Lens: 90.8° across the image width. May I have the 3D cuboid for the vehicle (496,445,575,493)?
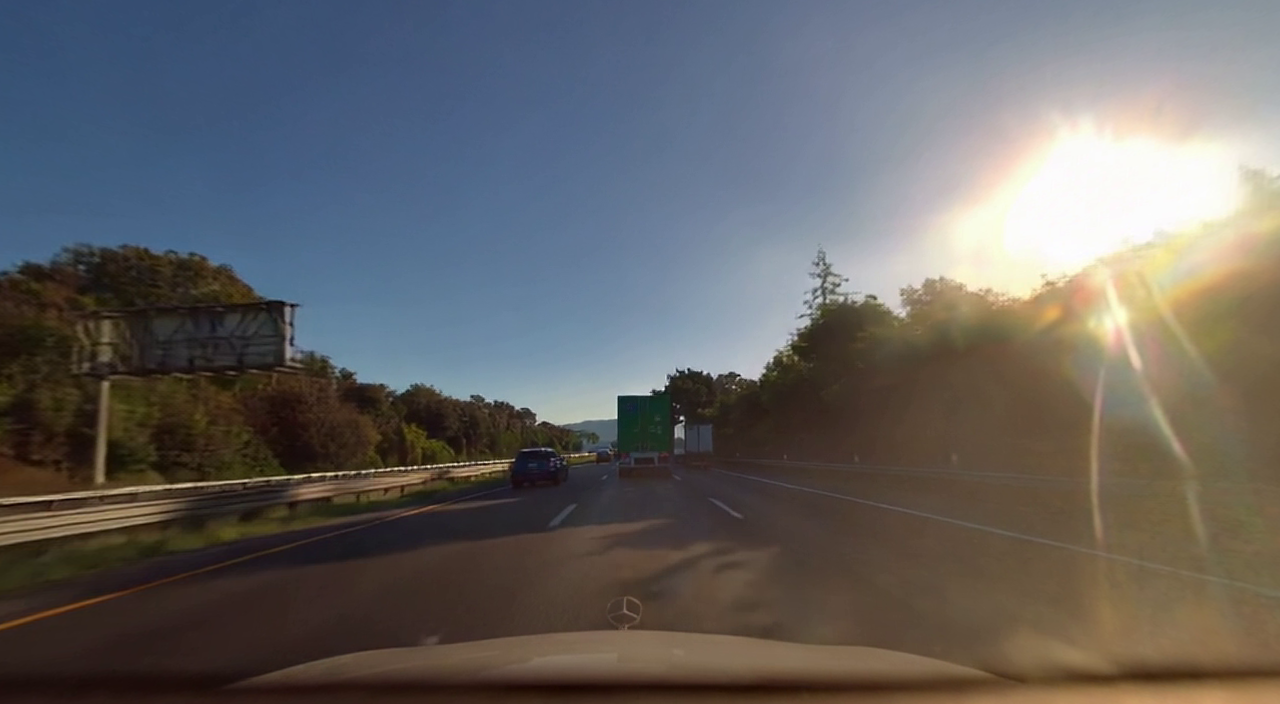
[{"bbox_3d":[-3.551,4.042,22.157,2.050,1.517,3.996,0,-9,0],"label":"vehicle"}]

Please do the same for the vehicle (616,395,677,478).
[{"bbox_3d":[0.283,4.985,36.339,2.932,4.042,11.054,0,-9,0],"label":"vehicle"}]

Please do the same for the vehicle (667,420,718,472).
[{"bbox_3d":[3.890,7.452,49.928,2.854,3.537,12.540,0,-9,0],"label":"vehicle"}]
